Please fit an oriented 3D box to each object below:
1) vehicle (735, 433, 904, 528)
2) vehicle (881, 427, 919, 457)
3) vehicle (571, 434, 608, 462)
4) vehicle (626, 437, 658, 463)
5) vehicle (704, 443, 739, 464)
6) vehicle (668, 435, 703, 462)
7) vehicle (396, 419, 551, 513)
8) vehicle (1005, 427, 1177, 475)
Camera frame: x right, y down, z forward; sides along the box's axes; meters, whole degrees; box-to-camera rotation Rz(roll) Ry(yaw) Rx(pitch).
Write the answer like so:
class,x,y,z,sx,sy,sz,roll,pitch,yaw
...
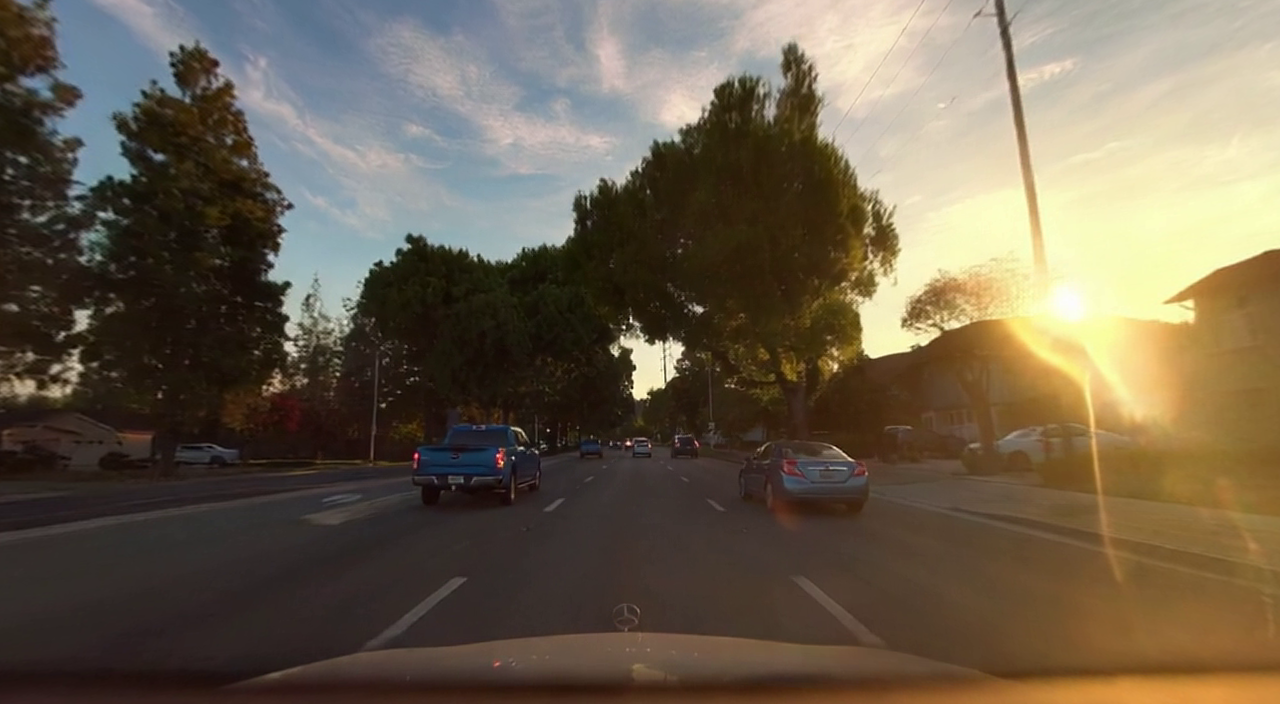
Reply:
class,x,y,z,sx,sy,sz,roll,pitch,yaw
vehicle,3.125,2.308,12.002,1.884,1.463,4.195,1,-8,-1
vehicle,15.460,5.374,37.685,1.899,1.690,4.275,-3,-9,20
vehicle,-3.486,6.728,44.324,2.218,1.829,4.492,0,-8,0
vehicle,0.105,6.401,41.357,1.997,1.636,3.760,0,-8,-1
vehicle,6.200,7.755,48.456,1.988,1.455,4.547,1,-8,-2
vehicle,3.246,7.044,46.286,2.099,1.845,4.363,1,-8,-2
vehicle,-3.486,2.514,14.513,2.111,1.745,5.274,0,-8,0
vehicle,14.797,3.266,20.916,4.267,1.480,1.817,0,-8,1
